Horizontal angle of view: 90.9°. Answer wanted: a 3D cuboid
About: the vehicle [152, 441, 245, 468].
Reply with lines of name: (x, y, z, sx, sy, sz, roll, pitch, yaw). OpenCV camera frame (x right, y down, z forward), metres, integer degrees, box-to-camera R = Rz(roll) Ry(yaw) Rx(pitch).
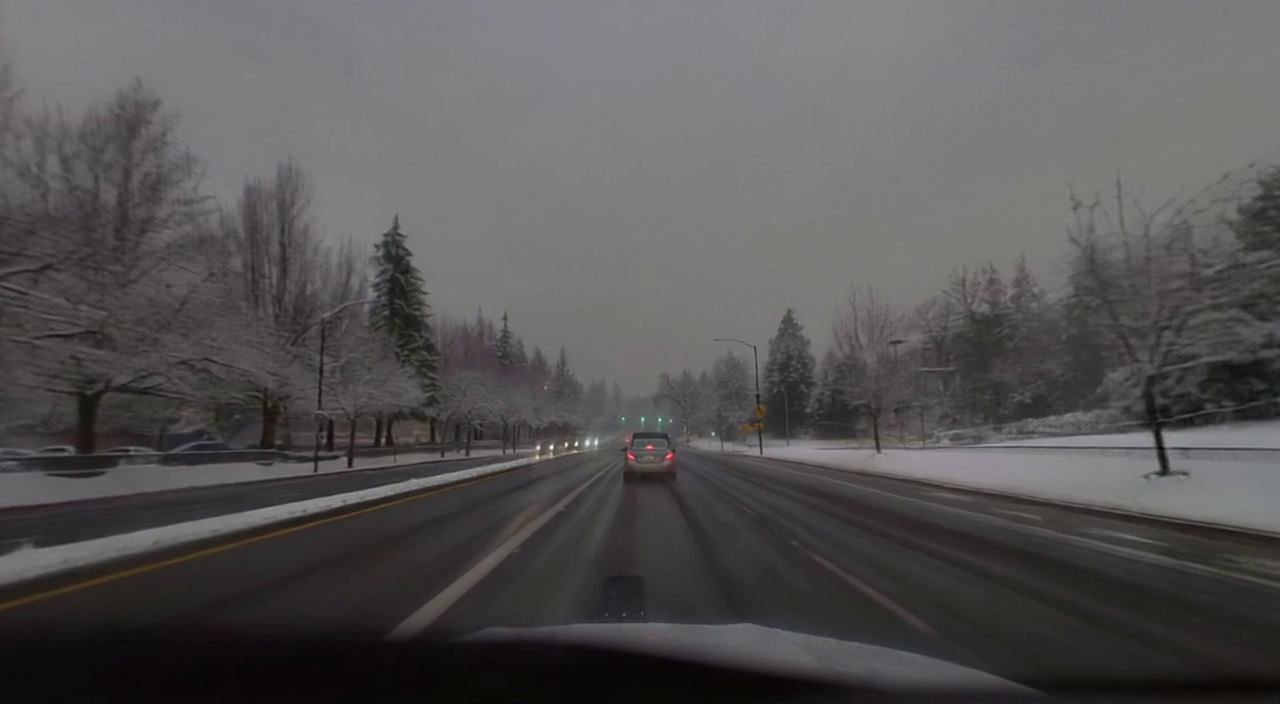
vehicle: (-30.122, 6.980, 43.135, 4.764, 1.786, 2.091, 0, -8, 0)

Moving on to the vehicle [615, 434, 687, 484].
vehicle: (0.282, 3.423, 20.507, 2.093, 1.442, 3.977, 0, -8, -1)

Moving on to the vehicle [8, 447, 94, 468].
vehicle: (-42.834, 7.663, 45.915, 4.329, 1.456, 1.790, 0, -8, -2)

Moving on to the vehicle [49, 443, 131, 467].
vehicle: (-42.399, 7.914, 48.646, 4.334, 1.769, 1.975, 0, -8, -2)
